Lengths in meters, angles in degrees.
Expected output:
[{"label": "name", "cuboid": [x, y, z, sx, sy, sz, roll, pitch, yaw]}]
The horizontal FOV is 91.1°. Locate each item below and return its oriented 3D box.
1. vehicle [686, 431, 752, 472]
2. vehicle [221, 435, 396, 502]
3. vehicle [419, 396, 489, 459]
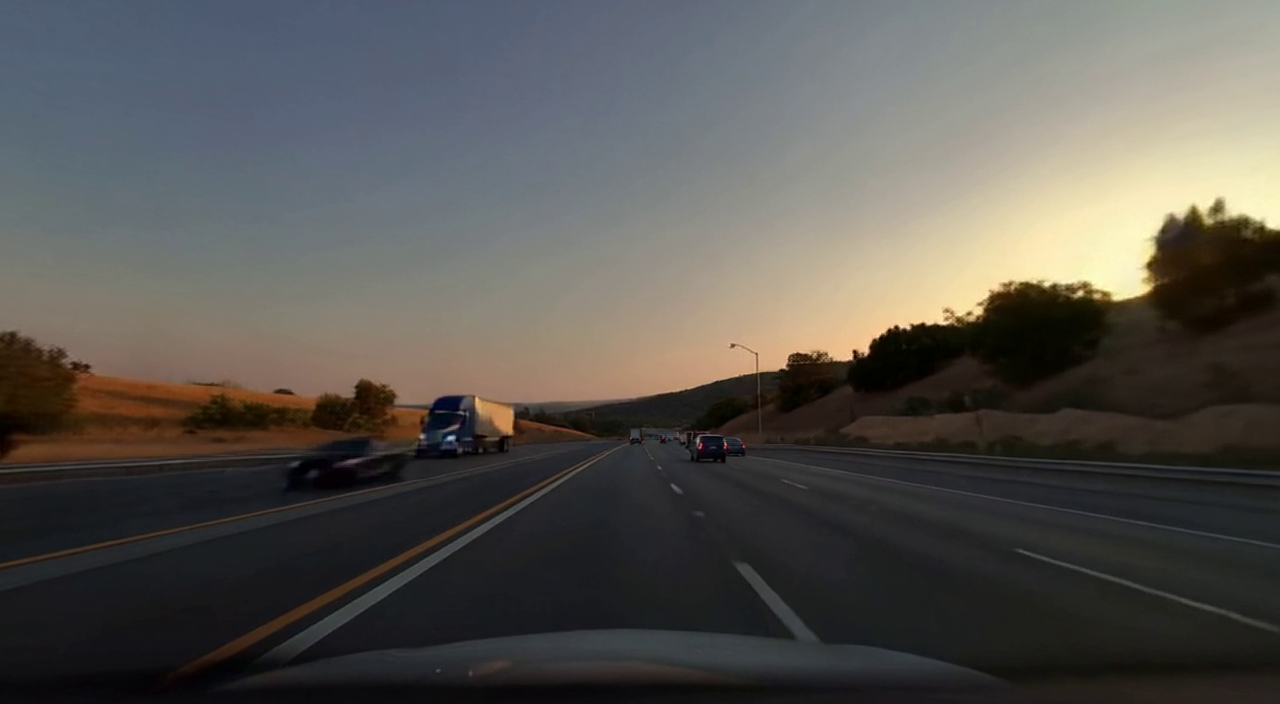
[{"label": "vehicle", "cuboid": [3.177, 4.107, 26.264, 2.084, 1.583, 4.420, 0, -8, -1]}, {"label": "vehicle", "cuboid": [-8.494, 2.993, 16.782, 1.946, 1.496, 5.056, 0, -8, -1]}, {"label": "vehicle", "cuboid": [-12.639, 5.224, 43.344, 2.955, 4.003, 6.220, 0, -8, -1]}]
